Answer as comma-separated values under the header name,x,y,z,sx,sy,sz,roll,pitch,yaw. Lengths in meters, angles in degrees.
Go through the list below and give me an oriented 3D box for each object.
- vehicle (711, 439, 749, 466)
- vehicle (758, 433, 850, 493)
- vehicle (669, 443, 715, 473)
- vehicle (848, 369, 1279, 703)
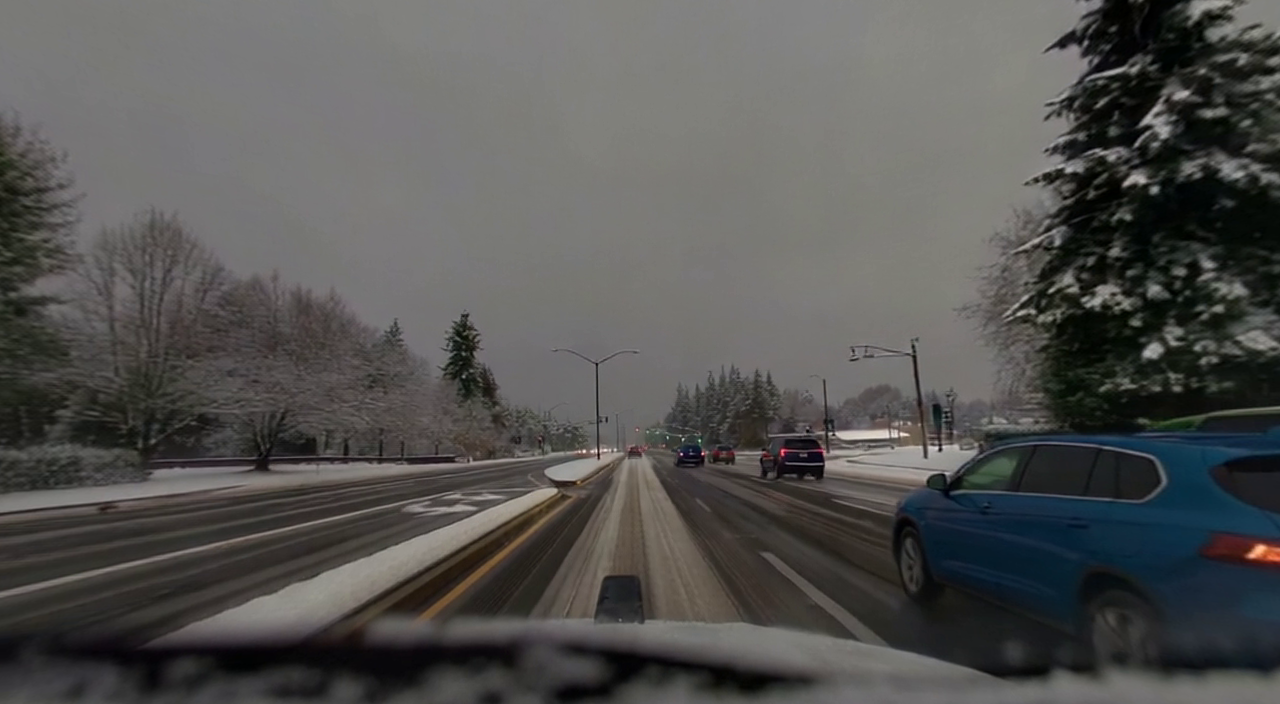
name,x,y,z,sx,sy,sz,roll,pitch,yaw
vehicle,6.394,7.156,44.968,1.919,1.774,4.720,0,-8,-1
vehicle,5.104,3.496,20.183,2.075,1.698,4.142,-1,-8,4
vehicle,2.682,5.567,33.387,1.980,1.484,4.093,0,-8,-1
vehicle,3.132,1.086,3.851,1.932,1.547,4.992,0,-8,-1
